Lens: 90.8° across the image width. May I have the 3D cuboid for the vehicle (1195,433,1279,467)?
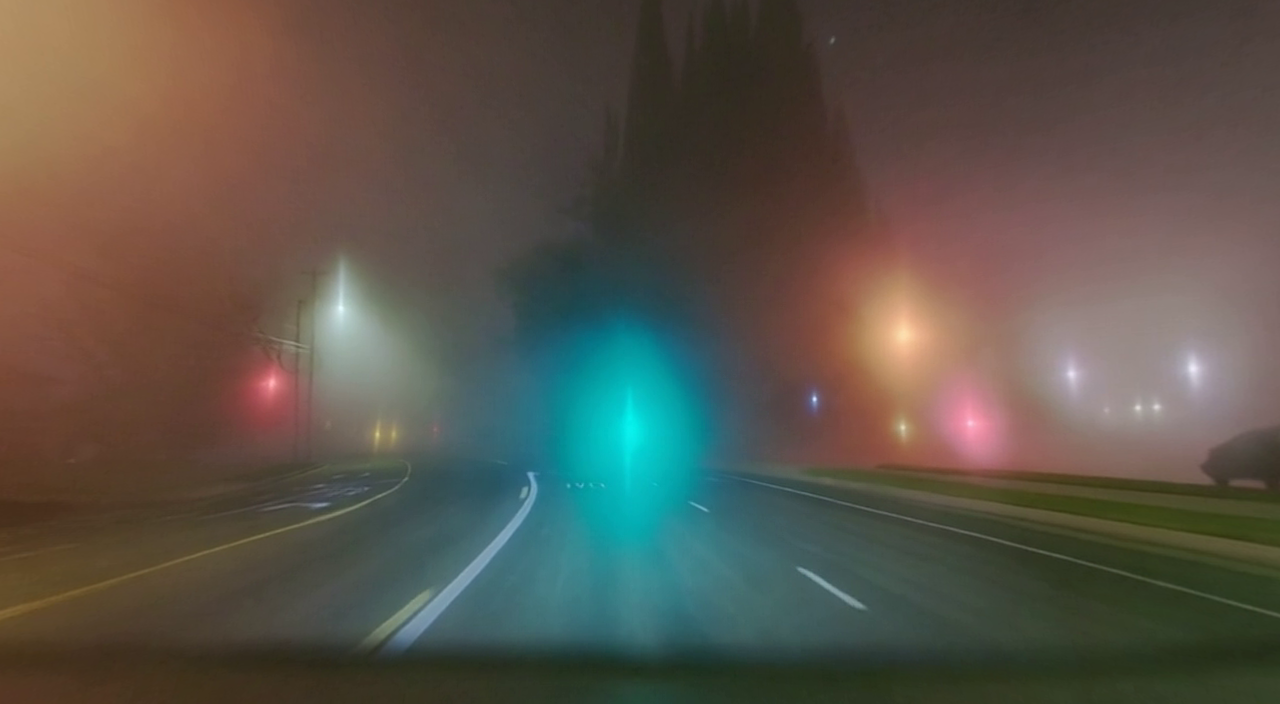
[{"bbox_3d":[28.769,4.465,28.843,4.593,1.456,2.003,-3,-9,19],"label":"vehicle"}]
